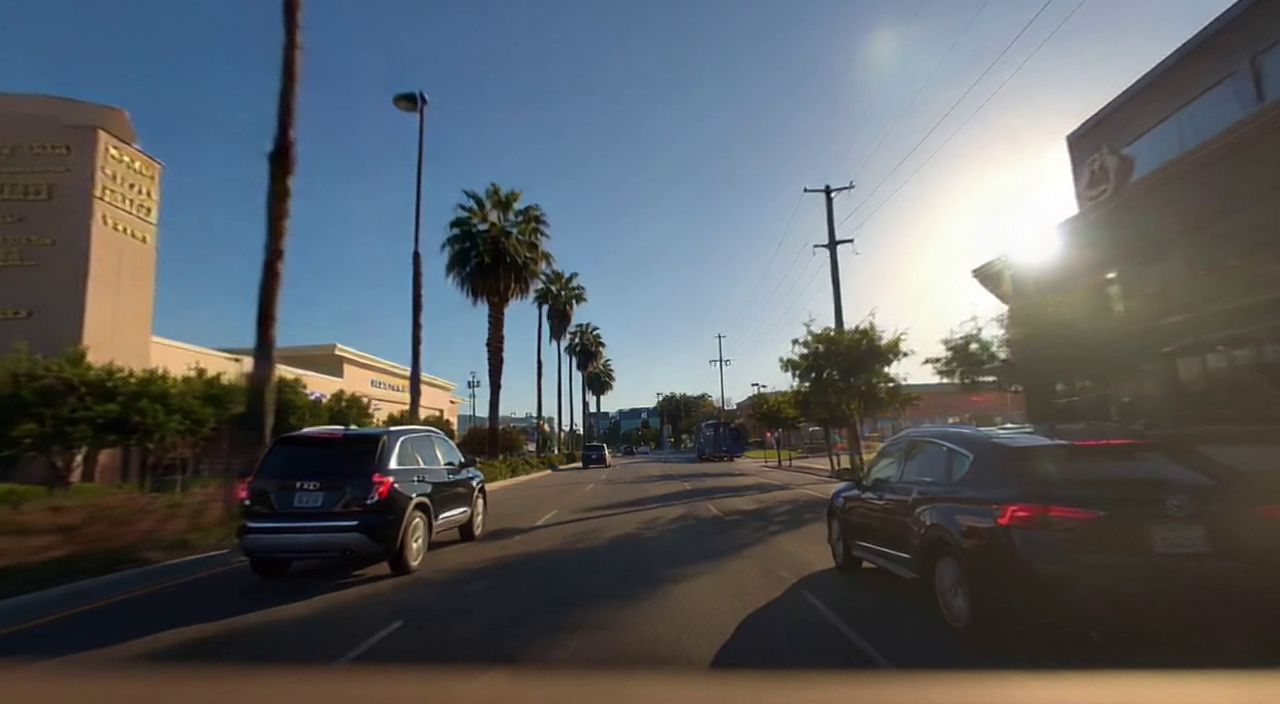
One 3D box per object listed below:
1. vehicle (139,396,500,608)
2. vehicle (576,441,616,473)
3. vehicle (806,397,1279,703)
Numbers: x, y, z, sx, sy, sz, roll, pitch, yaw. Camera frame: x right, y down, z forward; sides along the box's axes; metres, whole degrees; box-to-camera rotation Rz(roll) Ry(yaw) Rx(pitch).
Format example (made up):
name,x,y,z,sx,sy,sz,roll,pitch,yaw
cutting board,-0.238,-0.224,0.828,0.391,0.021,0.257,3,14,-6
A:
name,x,y,z,sx,sy,sz,roll,pitch,yaw
vehicle,-3.256,1.618,7.701,2.058,1.804,4.391,0,-8,0
vehicle,-2.535,6.188,37.504,1.998,1.743,4.402,-1,-8,1
vehicle,2.885,1.277,5.055,1.946,1.513,4.133,0,-8,0
